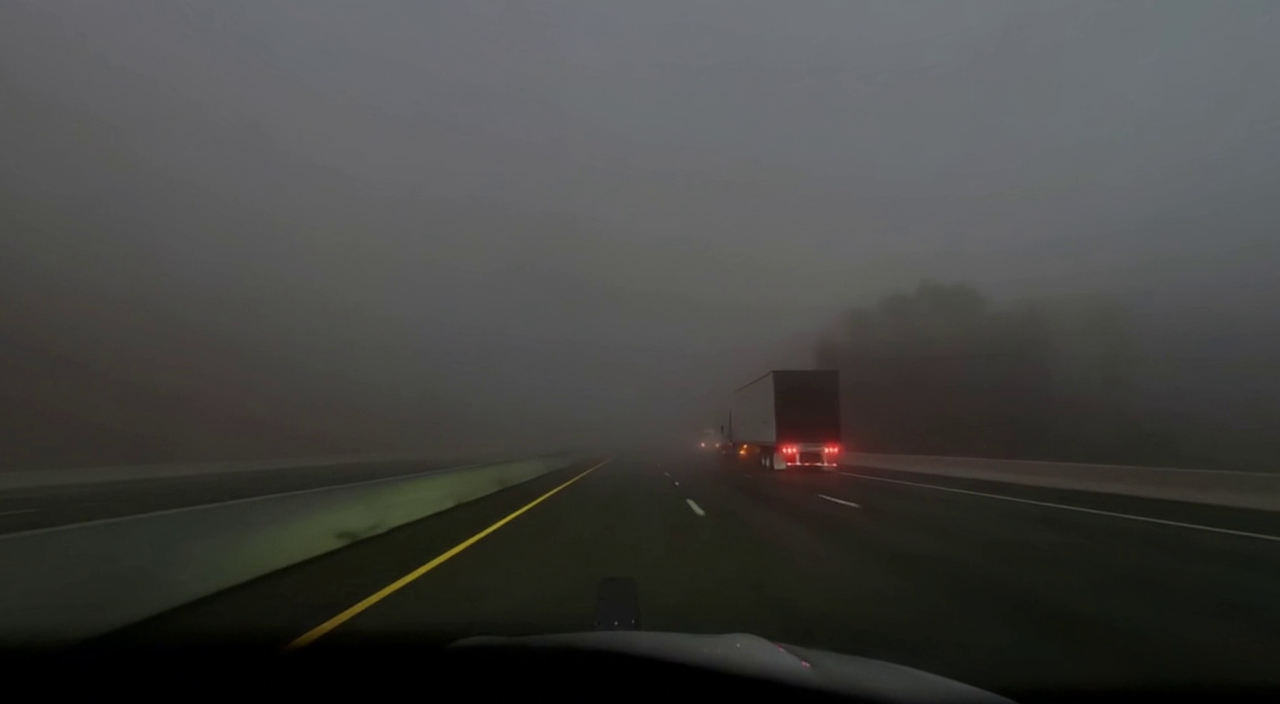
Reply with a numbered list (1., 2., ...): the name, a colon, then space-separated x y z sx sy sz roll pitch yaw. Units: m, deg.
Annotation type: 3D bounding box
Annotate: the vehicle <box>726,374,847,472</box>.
1. vehicle: 7.066 3.948 33.316 2.885 4.075 13.981 0 -8 -1
